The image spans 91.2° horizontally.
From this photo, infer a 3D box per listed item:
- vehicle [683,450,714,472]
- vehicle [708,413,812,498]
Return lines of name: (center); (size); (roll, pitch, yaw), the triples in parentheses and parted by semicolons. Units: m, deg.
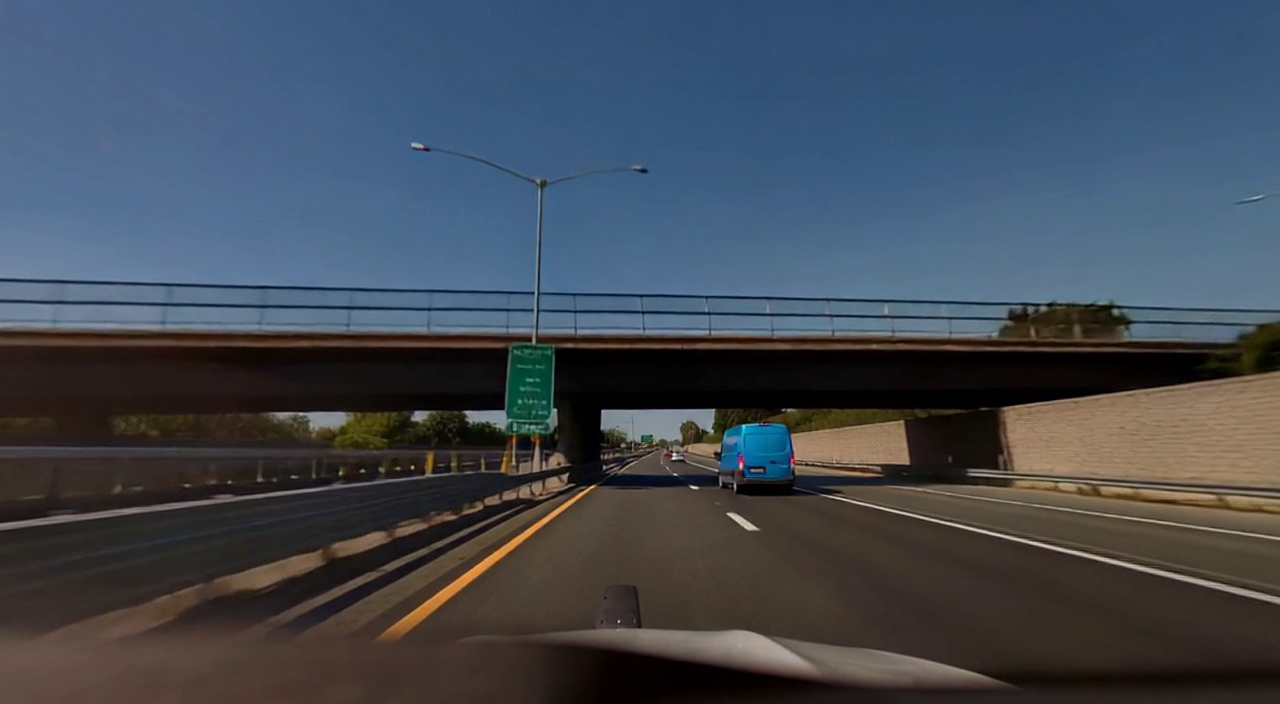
vehicle: (4.509, 8.454, 48.837); (2.131, 1.665, 4.268); (-1, -9, 1)
vehicle: (3.979, 3.613, 22.104); (2.560, 2.598, 5.581); (0, -9, 0)
